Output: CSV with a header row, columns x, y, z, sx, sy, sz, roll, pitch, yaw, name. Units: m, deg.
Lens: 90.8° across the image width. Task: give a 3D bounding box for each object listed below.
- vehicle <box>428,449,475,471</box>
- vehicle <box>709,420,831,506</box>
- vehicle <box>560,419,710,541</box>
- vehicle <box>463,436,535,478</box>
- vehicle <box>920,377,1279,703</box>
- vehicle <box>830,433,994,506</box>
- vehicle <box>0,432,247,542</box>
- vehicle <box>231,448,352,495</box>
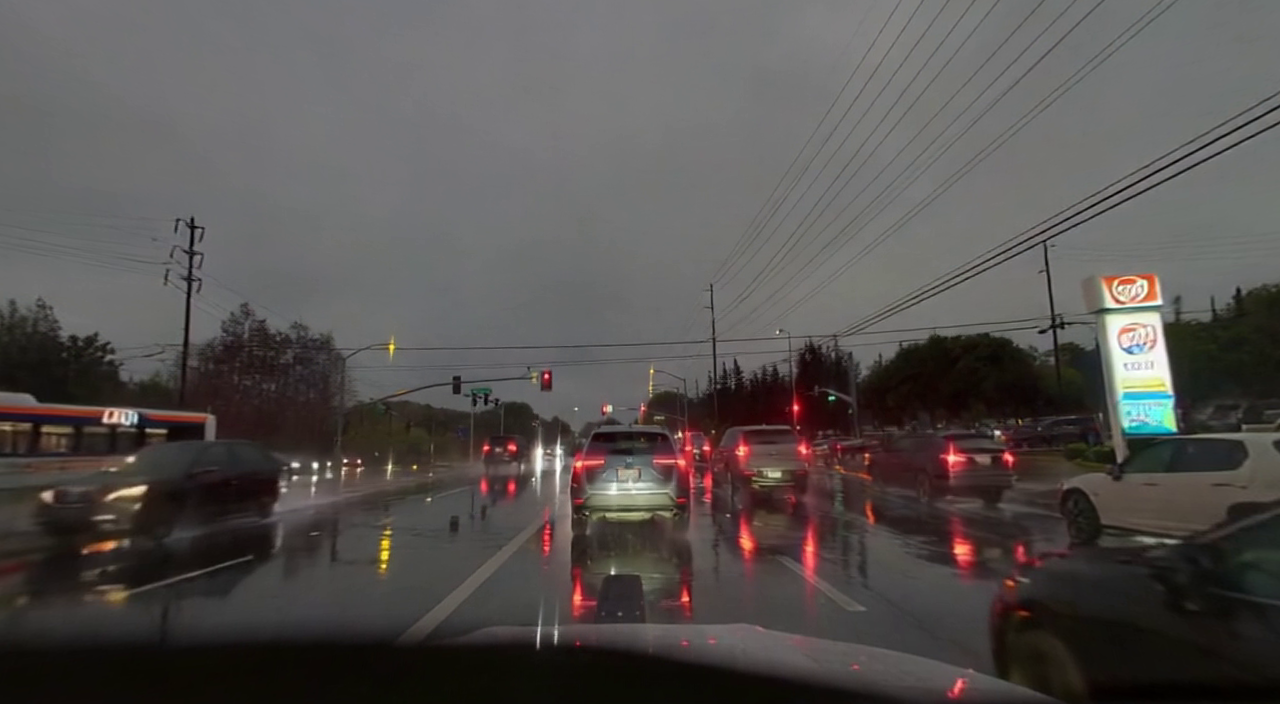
x,y,z,sx,sy,sz,roll,pitch,yaw,name
-13.636,7.804,45.999,1.997,1.480,4.561,0,-9,0,vehicle
3.034,2.701,15.750,2.049,1.813,4.245,0,-9,-1,vehicle
-0.128,2.088,10.900,2.087,1.677,4.053,0,-9,-2,vehicle
-6.437,4.861,29.474,2.190,1.795,4.993,0,-9,0,vehicle
3.020,0.861,2.225,2.006,1.483,4.278,0,-9,-1,vehicle
6.334,2.783,15.408,1.829,1.494,4.552,0,-9,-2,vehicle
-10.300,2.578,12.684,2.075,1.719,4.396,-3,-8,-1,vehicle
-13.722,4.706,25.285,2.100,1.656,4.724,0,-8,1,vehicle
